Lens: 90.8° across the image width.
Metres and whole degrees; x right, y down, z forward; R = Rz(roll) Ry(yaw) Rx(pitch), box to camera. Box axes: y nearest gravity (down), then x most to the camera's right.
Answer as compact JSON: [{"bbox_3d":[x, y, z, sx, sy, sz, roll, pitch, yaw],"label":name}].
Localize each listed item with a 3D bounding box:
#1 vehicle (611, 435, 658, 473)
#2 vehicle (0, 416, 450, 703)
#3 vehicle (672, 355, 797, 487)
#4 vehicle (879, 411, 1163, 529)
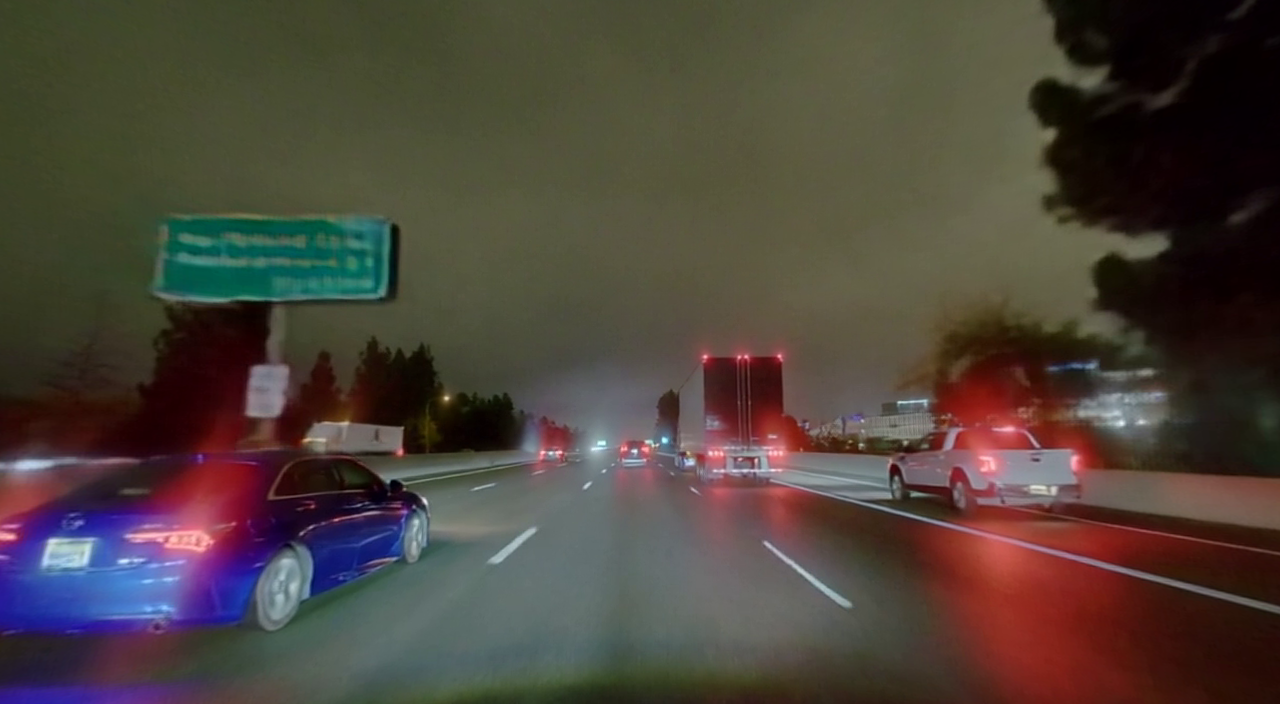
[{"bbox_3d":[-0.297,5.199,32.366,2.203,1.805,4.358,0,-9,-1],"label":"vehicle"},{"bbox_3d":[-3.140,1.333,4.988,1.864,1.406,4.544,0,-9,0],"label":"vehicle"},{"bbox_3d":[3.306,3.270,27.193,2.876,4.086,15.117,0,-9,-1],"label":"vehicle"},{"bbox_3d":[6.877,2.229,12.454,2.106,1.795,5.489,0,-9,-1],"label":"vehicle"}]
